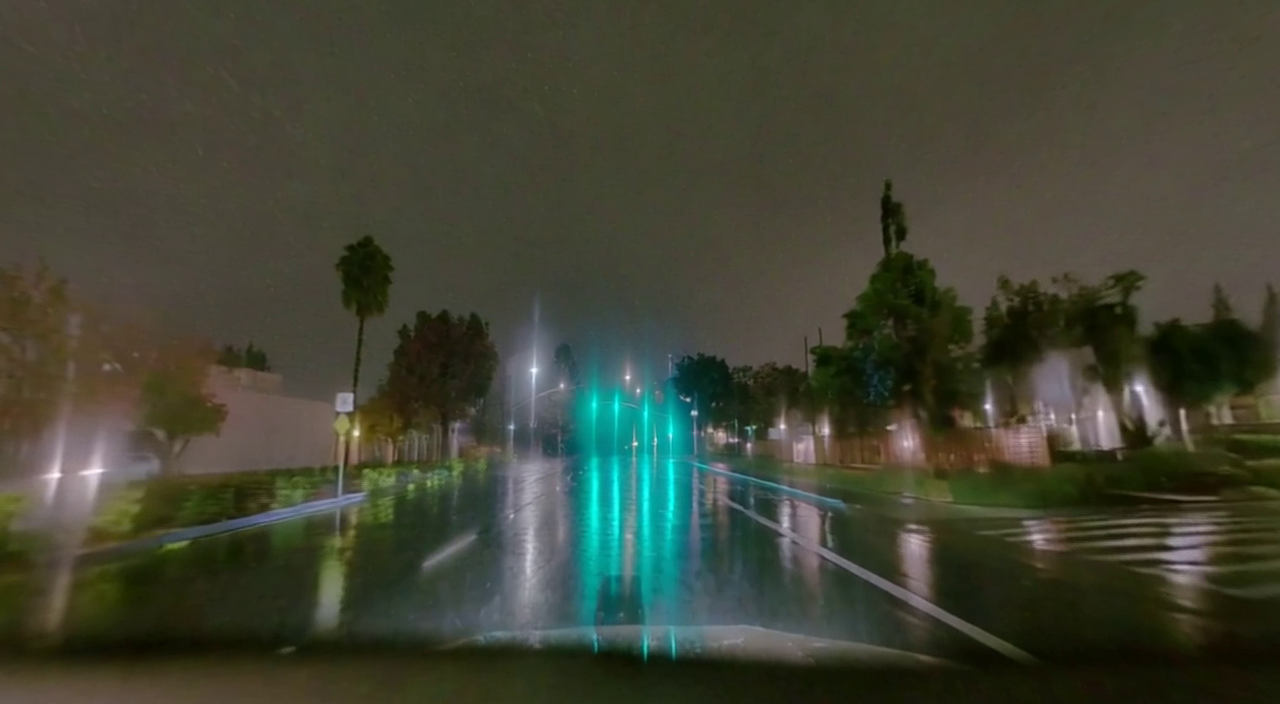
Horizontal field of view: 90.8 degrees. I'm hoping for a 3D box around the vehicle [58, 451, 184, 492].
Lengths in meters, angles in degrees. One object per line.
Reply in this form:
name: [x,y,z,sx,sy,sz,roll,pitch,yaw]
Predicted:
vehicle: [-24.010,5.500,29.486,2.150,1.710,4.503,0,-8,-3]
